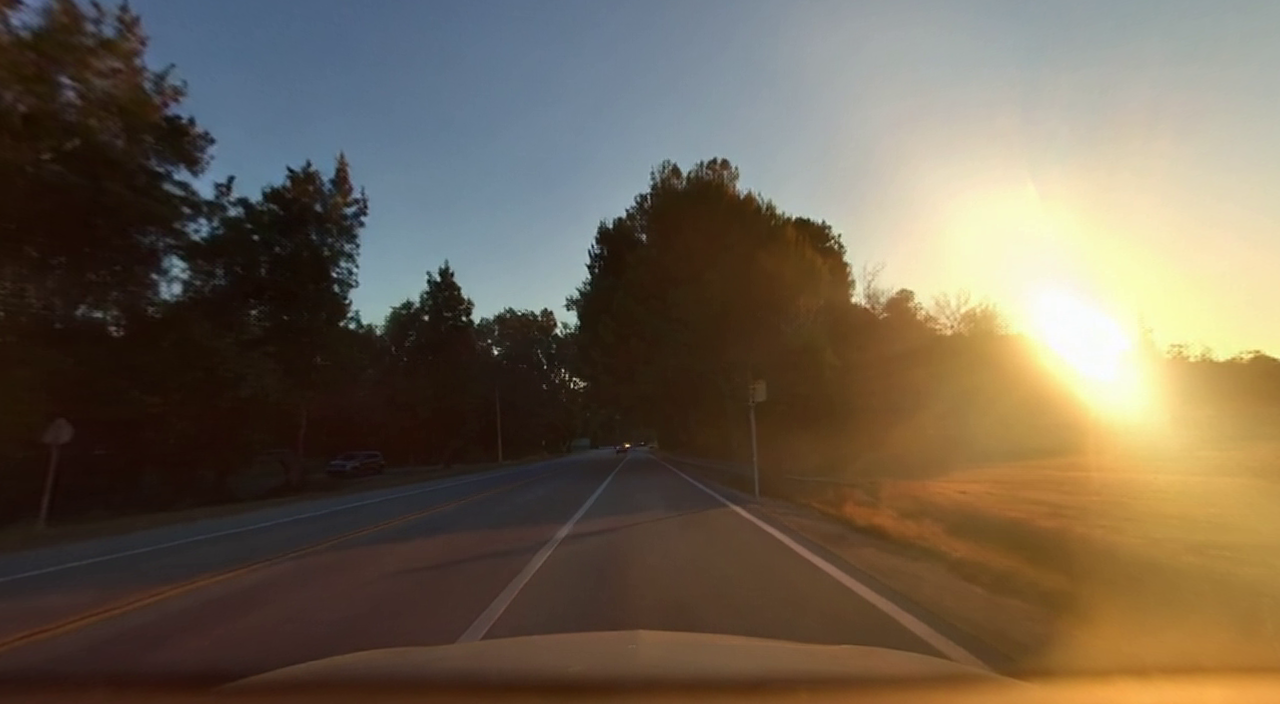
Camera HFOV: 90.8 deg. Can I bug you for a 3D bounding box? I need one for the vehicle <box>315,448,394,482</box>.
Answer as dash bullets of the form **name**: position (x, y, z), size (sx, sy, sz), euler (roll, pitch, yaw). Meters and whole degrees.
- **vehicle**: position (-20.625, 8.152, 45.709), size (4.655, 1.832, 2.227), euler (-6, -7, 1)
